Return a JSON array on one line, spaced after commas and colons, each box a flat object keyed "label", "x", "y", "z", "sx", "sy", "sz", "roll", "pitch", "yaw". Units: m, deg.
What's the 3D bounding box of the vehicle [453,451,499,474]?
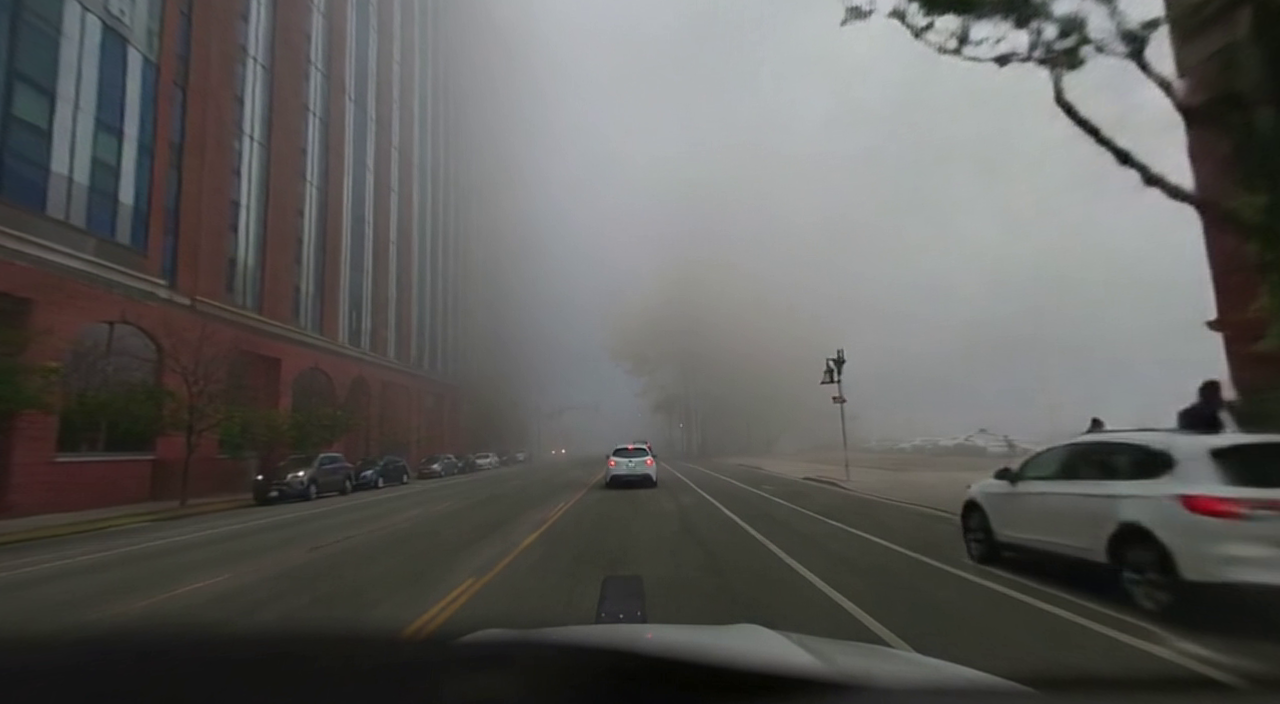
[{"label": "vehicle", "x": -11.642, "y": 7.873, "z": 45.243, "sx": 1.991, "sy": 1.507, "sz": 4.879, "roll": 0, "pitch": -8, "yaw": 0}]

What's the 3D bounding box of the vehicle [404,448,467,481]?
[{"label": "vehicle", "x": -11.893, "y": 6.540, "z": 37.104, "sx": 2.077, "sy": 1.732, "sz": 4.704, "roll": 0, "pitch": -8, "yaw": 1}]

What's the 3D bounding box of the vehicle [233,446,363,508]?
[{"label": "vehicle", "x": -11.936, "y": 4.336, "z": 22.515, "sx": 2.114, "sy": 1.938, "sz": 4.590, "roll": 0, "pitch": -8, "yaw": -1}]

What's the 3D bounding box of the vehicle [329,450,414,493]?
[{"label": "vehicle", "x": -11.806, "y": 5.236, "z": 28.103, "sx": 1.881, "sy": 1.686, "sz": 4.451, "roll": 0, "pitch": -8, "yaw": -1}]

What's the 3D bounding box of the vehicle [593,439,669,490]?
[{"label": "vehicle", "x": -0.253, "y": 3.627, "z": 20.760, "sx": 2.269, "sy": 1.479, "sz": 3.980, "roll": 0, "pitch": -8, "yaw": 0}]

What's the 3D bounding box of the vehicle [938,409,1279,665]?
[{"label": "vehicle", "x": 4.960, "y": 1.458, "z": 5.963, "sx": 2.075, "sy": 1.584, "sz": 4.201, "roll": 0, "pitch": -9, "yaw": -2}]
